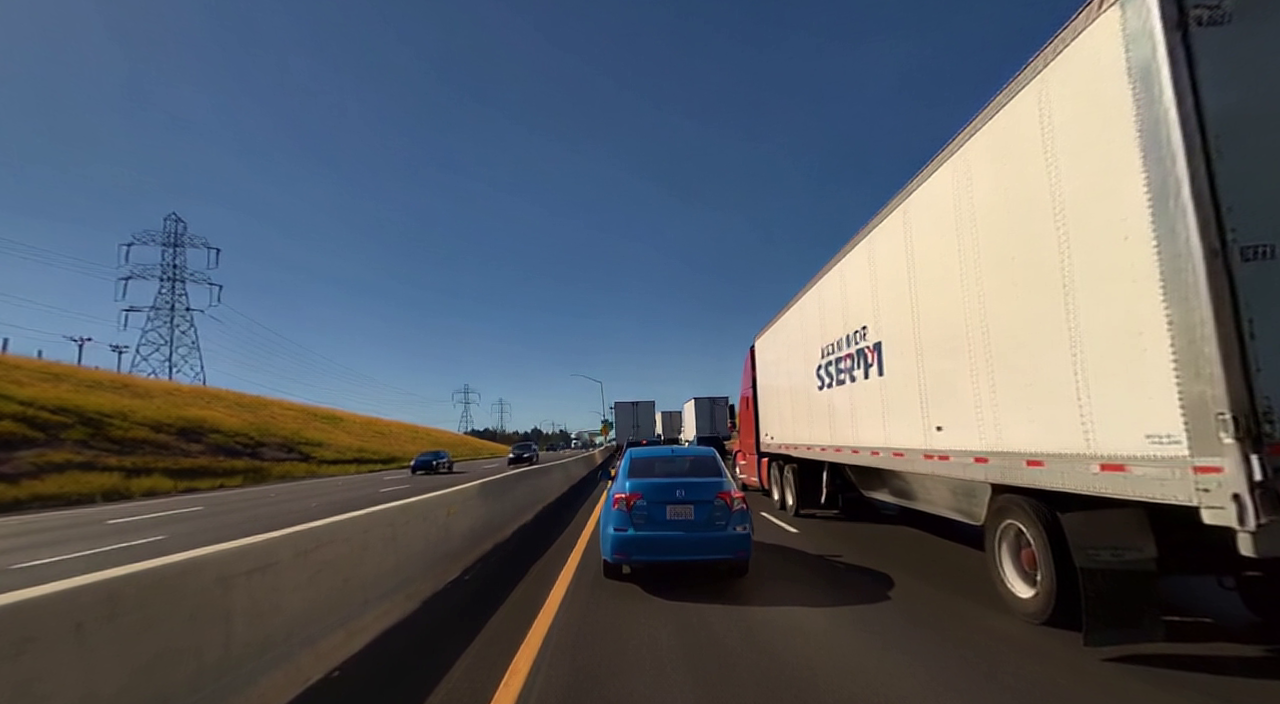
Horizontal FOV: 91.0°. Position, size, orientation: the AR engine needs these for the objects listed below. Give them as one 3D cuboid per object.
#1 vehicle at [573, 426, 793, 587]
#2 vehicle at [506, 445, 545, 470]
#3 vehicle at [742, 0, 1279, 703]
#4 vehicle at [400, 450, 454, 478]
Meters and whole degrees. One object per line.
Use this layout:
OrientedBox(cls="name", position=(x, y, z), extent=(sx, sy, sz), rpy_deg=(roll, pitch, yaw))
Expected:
OrientedBox(cls="vehicle", position=(0.329, 1.694, 7.718), extent=(2.045, 1.446, 3.597), rpy_deg=(0, -8, -2))
OrientedBox(cls="vehicle", position=(-8.274, 7.618, 45.773), extent=(1.991, 1.629, 4.259), rpy_deg=(-1, -8, 0))
OrientedBox(cls="vehicle", position=(4.155, 0.355, 7.387), extent=(3.138, 4.065, 14.276), rpy_deg=(0, -8, -2))
OrientedBox(cls="vehicle", position=(-12.382, 6.530, 36.846), extent=(1.795, 1.441, 3.759), rpy_deg=(-1, -8, 0))
